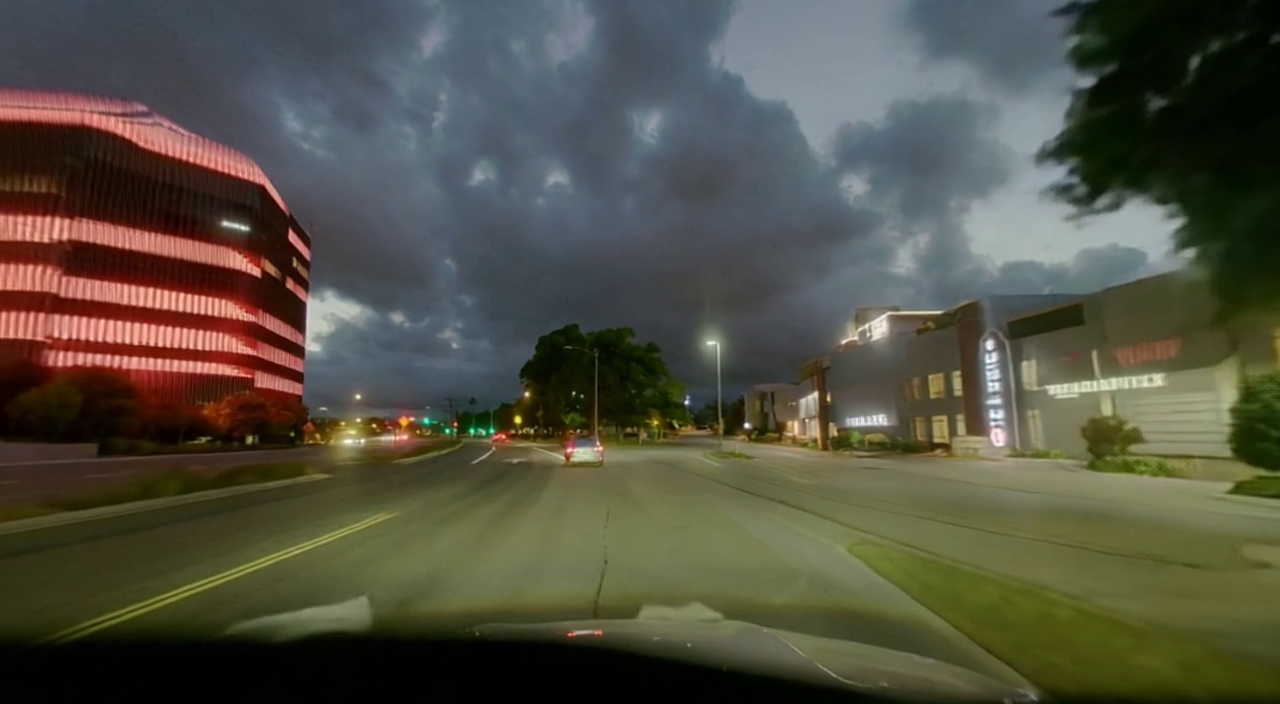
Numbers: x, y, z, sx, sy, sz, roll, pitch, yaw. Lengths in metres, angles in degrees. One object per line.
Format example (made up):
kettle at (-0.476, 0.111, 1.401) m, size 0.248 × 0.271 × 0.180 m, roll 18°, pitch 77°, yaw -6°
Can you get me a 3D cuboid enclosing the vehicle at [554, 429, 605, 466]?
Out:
vehicle at (-2.936, 4.485, 29.847) m, size 2.231 × 1.572 × 4.227 m, roll 1°, pitch -8°, yaw -7°
